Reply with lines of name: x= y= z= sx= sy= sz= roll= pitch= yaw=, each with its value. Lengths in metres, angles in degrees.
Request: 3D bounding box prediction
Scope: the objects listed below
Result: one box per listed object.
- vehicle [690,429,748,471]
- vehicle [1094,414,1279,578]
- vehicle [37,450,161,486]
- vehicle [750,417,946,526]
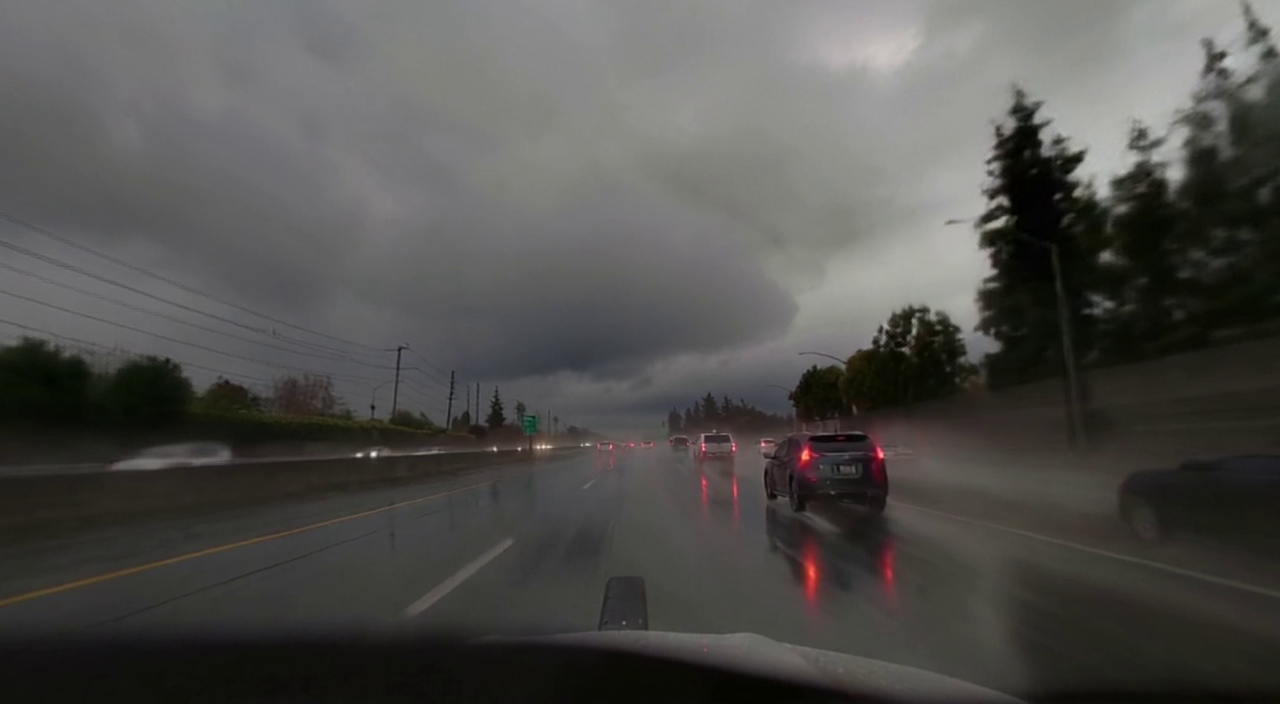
vehicle: x=4.121 y=5.210 z=33.828 sx=2.442 sy=2.022 sz=5.466 roll=0 pitch=-8 yaw=0
vehicle: x=6.999 y=1.336 z=5.835 sx=1.988 sy=1.518 sz=4.856 roll=0 pitch=-8 yaw=1
vehicle: x=-24.949 y=5.328 z=29.329 sx=1.821 sy=1.492 sz=4.347 roll=-1 pitch=-8 yaw=2
vehicle: x=3.575 y=2.155 z=11.923 sx=2.146 sy=1.639 sz=4.475 roll=0 pitch=-8 yaw=0
